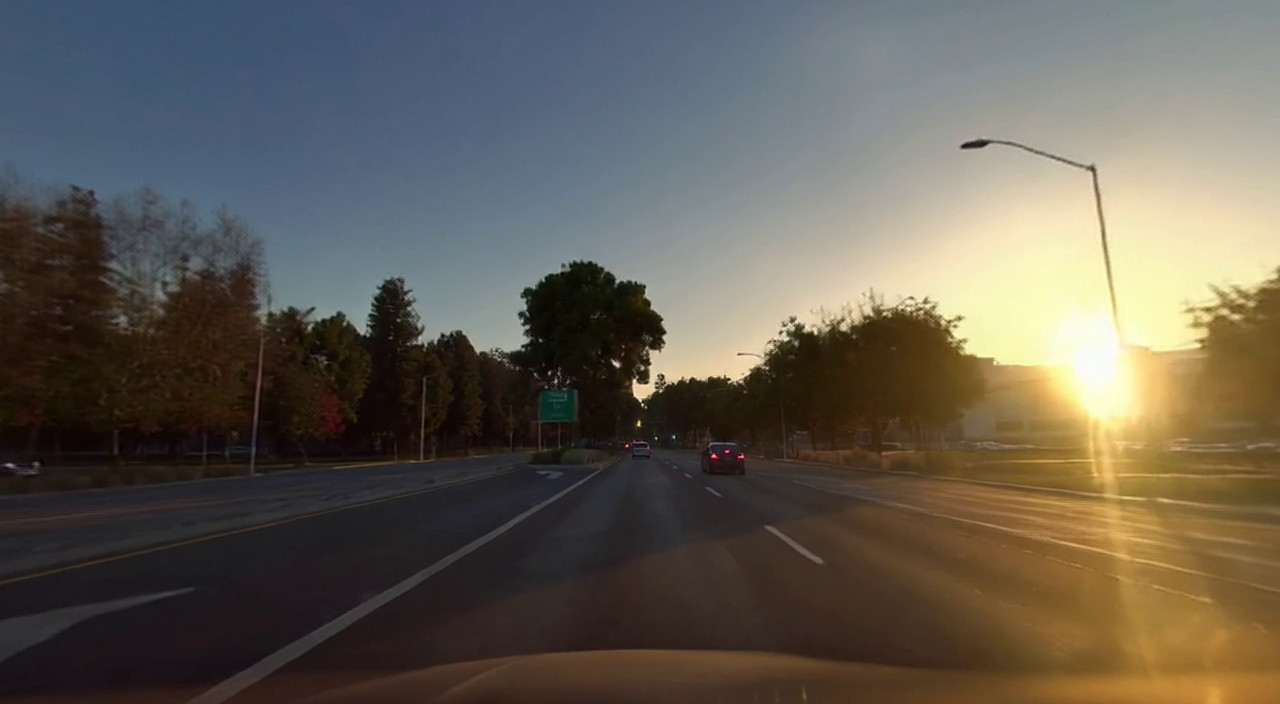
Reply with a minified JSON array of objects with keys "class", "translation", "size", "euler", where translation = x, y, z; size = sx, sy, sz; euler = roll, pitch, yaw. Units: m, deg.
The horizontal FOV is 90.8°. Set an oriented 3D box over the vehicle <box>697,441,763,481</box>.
[{"class":"vehicle","translation":[3.638,4.505,26.415],"size":[1.948,1.479,4.620],"euler":[0,-9,-2]}]
